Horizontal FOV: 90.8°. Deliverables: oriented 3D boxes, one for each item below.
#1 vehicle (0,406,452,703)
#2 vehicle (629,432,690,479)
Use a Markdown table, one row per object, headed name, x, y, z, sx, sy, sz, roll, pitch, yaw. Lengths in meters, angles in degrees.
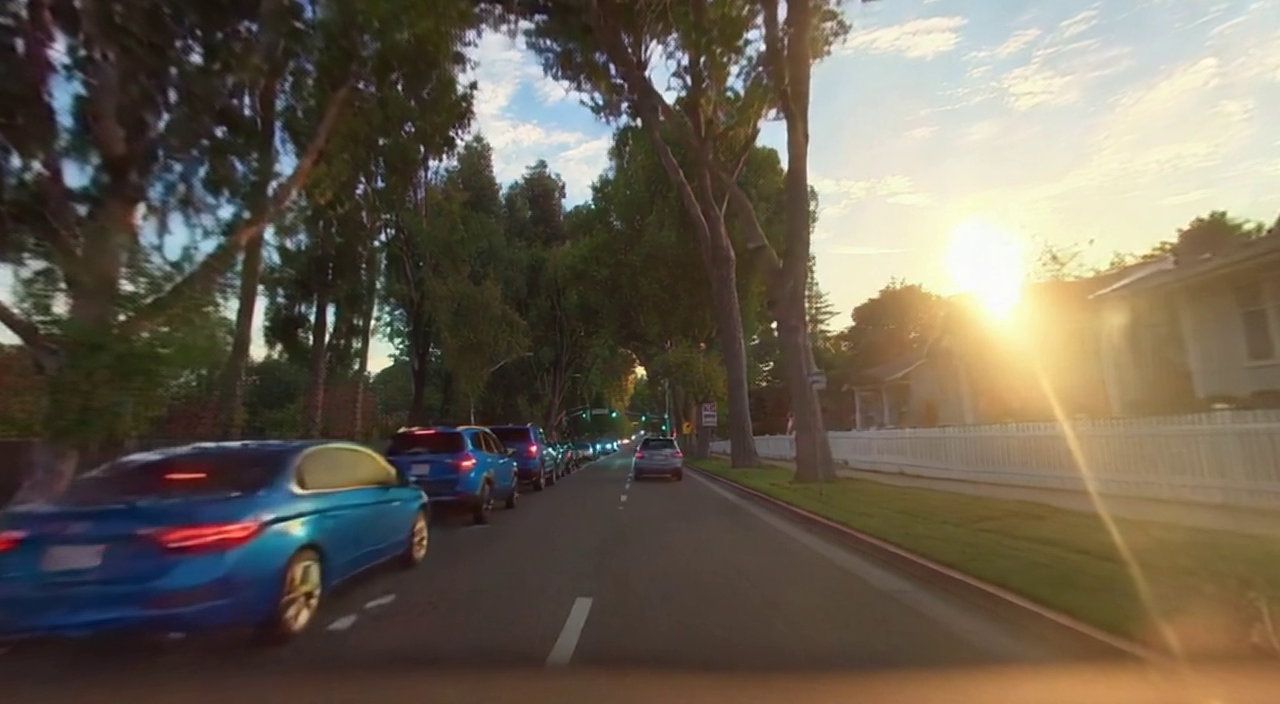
| name | x | y | z | sx | sy | sz | roll | pitch | yaw |
| --- | --- | --- | --- | --- | --- | --- | --- | --- | --- |
| vehicle | -3.206 | 1.389 | 5.549 | 1.919 | 1.501 | 4.509 | 0 | -9 | -3 |
| vehicle | 0.689 | 4.173 | 25.580 | 2.258 | 1.682 | 4.635 | 0 | -9 | -1 |
